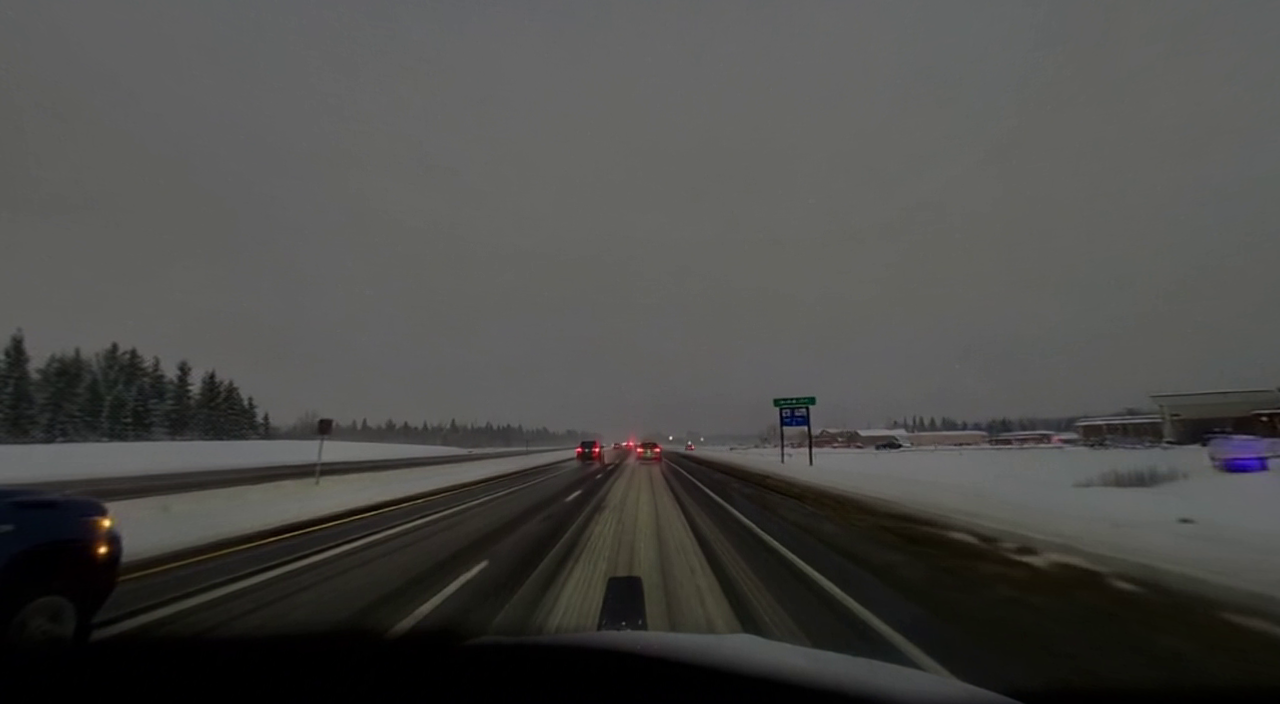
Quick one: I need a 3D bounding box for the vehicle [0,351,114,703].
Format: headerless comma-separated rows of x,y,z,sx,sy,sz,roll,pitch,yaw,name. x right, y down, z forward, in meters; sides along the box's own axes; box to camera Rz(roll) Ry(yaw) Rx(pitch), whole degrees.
-3.946,0.622,0.973,2.239,1.761,4.620,0,-8,0,vehicle

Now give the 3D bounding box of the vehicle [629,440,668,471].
0.433,5.538,33.979,2.000,1.558,3.945,0,-8,0,vehicle

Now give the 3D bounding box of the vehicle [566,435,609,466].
-3.593,6.861,44.092,2.403,1.946,5.623,0,-8,1,vehicle

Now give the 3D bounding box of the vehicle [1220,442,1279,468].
40.193,6.710,41.293,4.459,1.602,1.987,5,-10,-31,vehicle
